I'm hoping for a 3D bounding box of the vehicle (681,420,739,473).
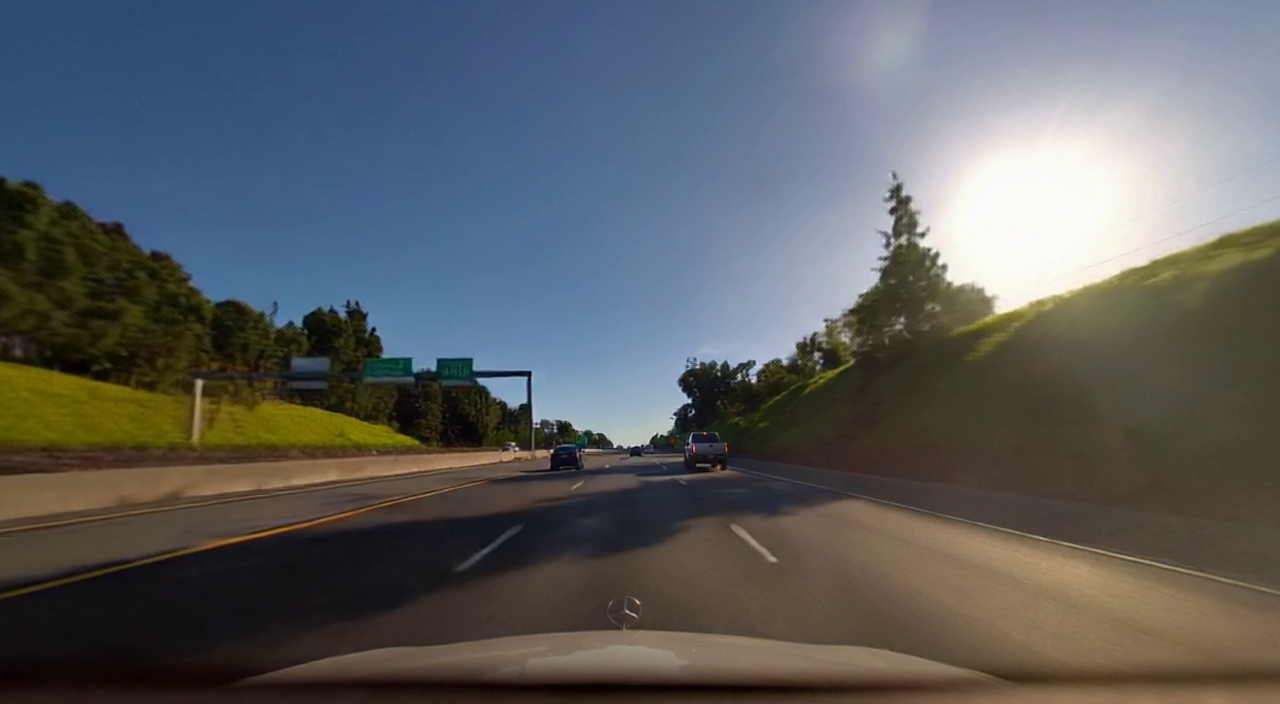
[{"bbox_3d":[3.752,5.246,34.898,2.361,2.636,5.684,0,-9,-1],"label":"vehicle"}]

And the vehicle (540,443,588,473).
[{"bbox_3d":[-4.079,5.780,34.454,2.054,1.529,4.368,0,-9,1],"label":"vehicle"}]
